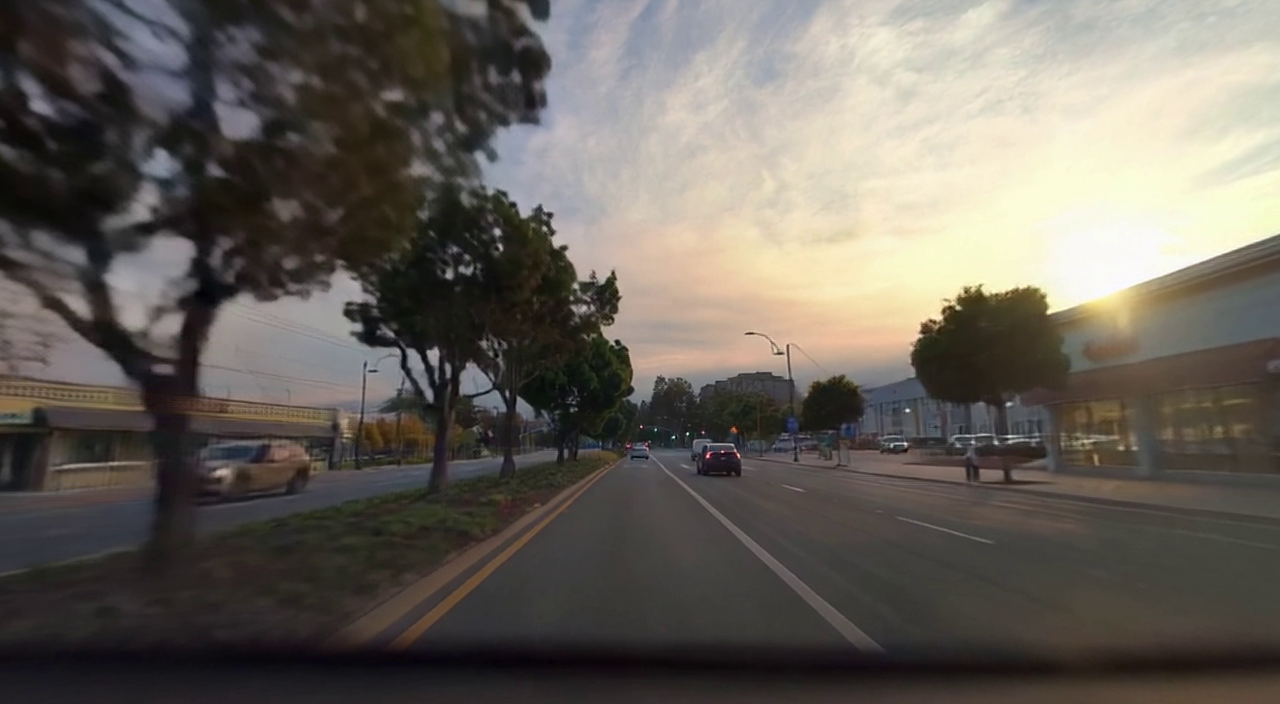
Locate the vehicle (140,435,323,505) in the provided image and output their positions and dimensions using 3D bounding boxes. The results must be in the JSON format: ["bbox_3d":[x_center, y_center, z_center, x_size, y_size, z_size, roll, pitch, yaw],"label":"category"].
[{"bbox_3d":[-11.784,3.416,18.783,2.116,1.789,4.889,0,-9,0],"label":"vehicle"}]

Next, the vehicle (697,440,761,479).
[{"bbox_3d":[3.639,4.486,26.613,1.983,1.482,4.463,0,-9,-1],"label":"vehicle"}]
